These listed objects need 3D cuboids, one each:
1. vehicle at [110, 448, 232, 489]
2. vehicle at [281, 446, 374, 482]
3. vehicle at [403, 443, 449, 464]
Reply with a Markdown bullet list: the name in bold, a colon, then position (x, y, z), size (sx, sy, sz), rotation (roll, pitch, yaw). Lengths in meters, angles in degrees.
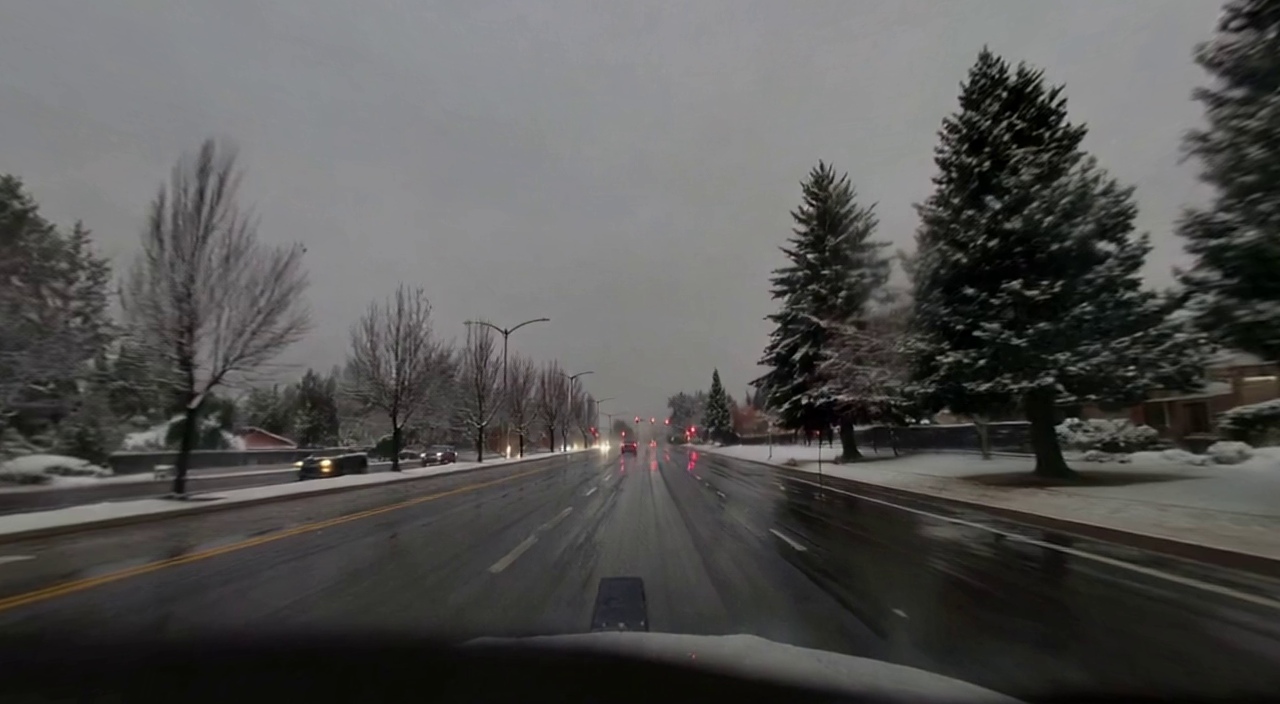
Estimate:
- **vehicle**: position (-20.793, 5.164, 28.219), size (1.970, 1.650, 4.463), rotation (-1, -9, 1)
- **vehicle**: position (-13.569, 4.866, 27.686), size (1.782, 1.444, 4.239), rotation (-1, -9, 2)
- **vehicle**: position (-16.583, 7.868, 48.996), size (1.869, 1.557, 4.424), rotation (-1, -9, 2)
